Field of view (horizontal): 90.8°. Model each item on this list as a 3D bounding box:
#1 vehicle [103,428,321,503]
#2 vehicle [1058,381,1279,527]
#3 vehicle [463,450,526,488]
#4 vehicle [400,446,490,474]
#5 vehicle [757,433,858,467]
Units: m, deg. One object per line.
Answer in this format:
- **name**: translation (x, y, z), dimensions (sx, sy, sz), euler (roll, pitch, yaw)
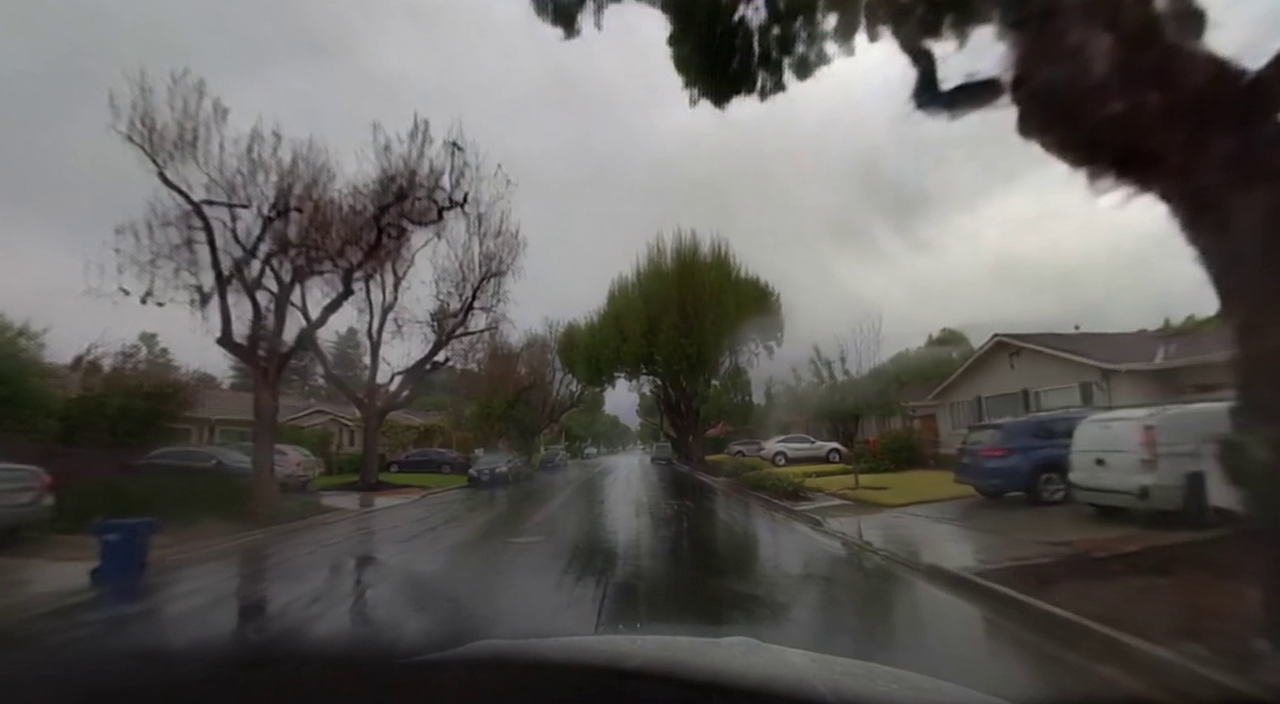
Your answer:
- **vehicle**: translation (-12.331, 3.281, 18.484), dimensions (4.753, 2.028, 2.079), euler (0, -9, 0)
- **vehicle**: translation (8.571, 1.378, 8.620), dimensions (4.334, 1.750, 1.900), euler (1, -8, -1)
- **vehicle**: translation (-6.257, 5.051, 27.523), dimensions (1.878, 1.496, 3.535), euler (0, -9, 1)
- **vehicle**: translation (-12.122, 6.749, 39.513), dimensions (4.972, 1.623, 1.884), euler (0, -9, 0)
- **vehicle**: translation (8.501, 5.014, 32.318), dimensions (4.599, 1.652, 1.903), euler (1, -9, -3)
